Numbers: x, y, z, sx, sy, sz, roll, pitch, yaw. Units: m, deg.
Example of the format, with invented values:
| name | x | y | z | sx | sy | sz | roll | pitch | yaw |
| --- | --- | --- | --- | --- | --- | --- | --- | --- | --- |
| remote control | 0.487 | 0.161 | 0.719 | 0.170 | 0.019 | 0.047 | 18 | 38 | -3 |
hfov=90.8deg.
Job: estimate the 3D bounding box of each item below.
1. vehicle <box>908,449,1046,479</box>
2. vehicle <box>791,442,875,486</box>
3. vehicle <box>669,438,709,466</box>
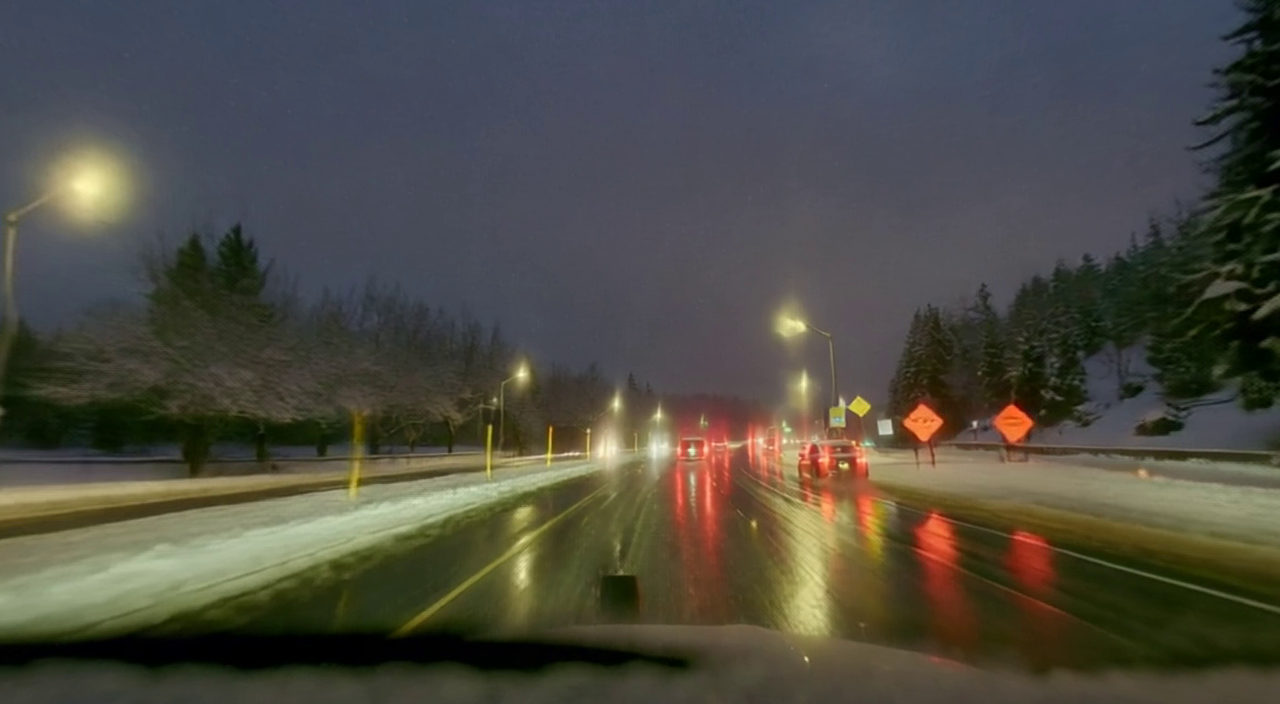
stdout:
| name | x | y | z | sx | sy | sz | roll | pitch | yaw |
| --- | --- | --- | --- | --- | --- | --- | --- | --- | --- |
| vehicle | 12.937 | 4.323 | 24.722 | 3.503 | 1.020 | 4.269 | -2 | -8 | 9 |
| vehicle | 7.041 | 4.099 | 23.529 | 2.044 | 1.474 | 4.083 | -1 | -8 | 3 |
| vehicle | 3.166 | 6.316 | 40.122 | 2.201 | 1.676 | 4.541 | -1 | -8 | 8 |
